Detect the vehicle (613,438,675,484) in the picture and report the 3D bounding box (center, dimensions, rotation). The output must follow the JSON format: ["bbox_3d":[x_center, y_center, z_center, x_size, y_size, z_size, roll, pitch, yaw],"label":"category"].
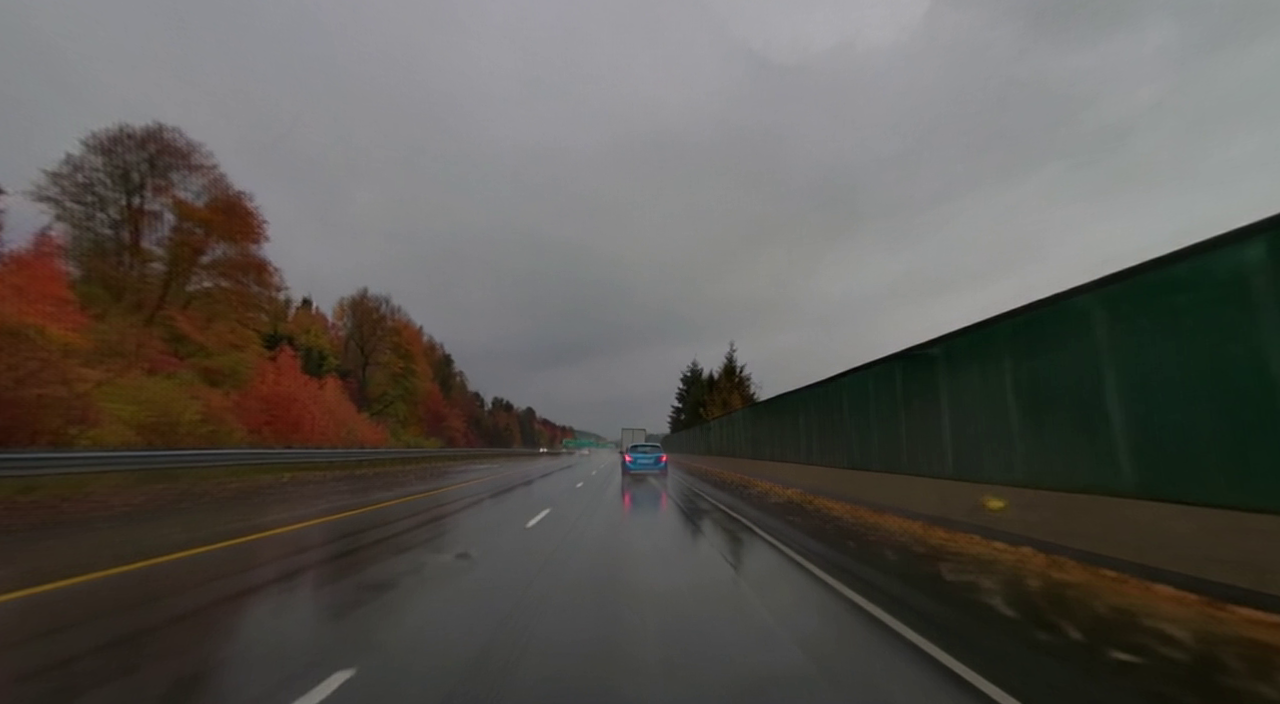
[{"bbox_3d":[0.081,3.950,23.132,2.057,1.516,4.065,1,-8,-1],"label":"vehicle"}]
